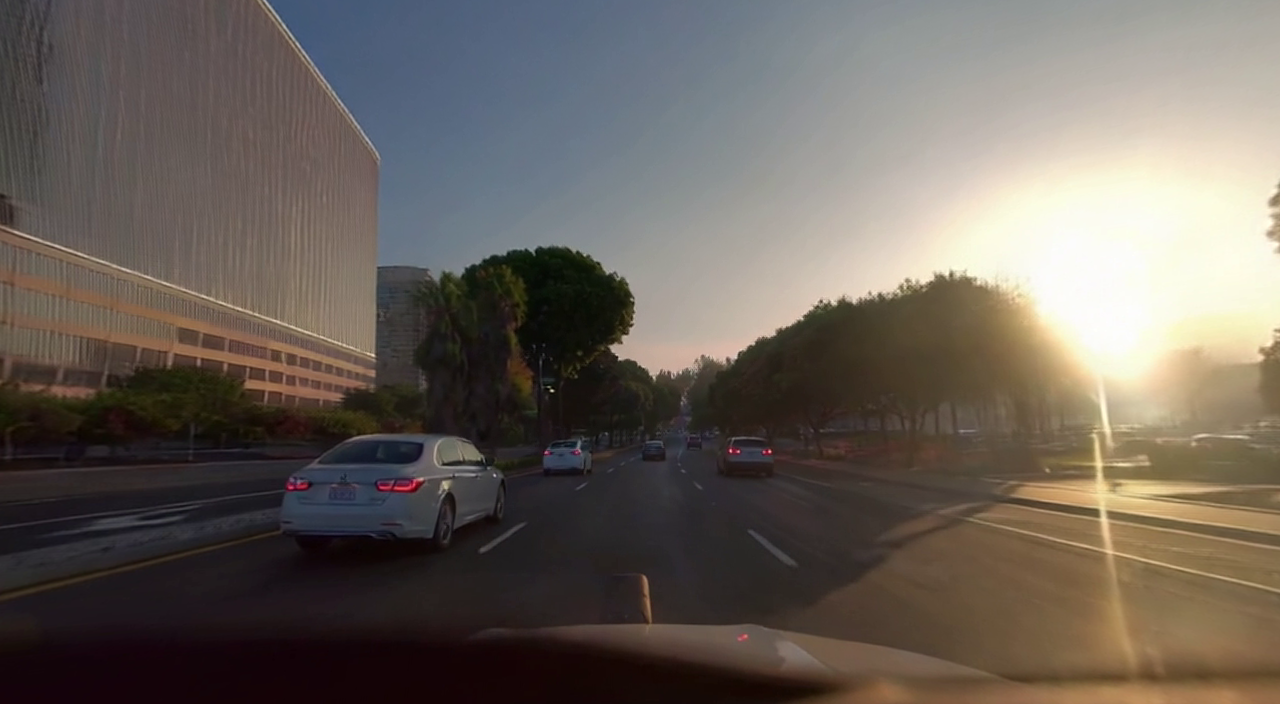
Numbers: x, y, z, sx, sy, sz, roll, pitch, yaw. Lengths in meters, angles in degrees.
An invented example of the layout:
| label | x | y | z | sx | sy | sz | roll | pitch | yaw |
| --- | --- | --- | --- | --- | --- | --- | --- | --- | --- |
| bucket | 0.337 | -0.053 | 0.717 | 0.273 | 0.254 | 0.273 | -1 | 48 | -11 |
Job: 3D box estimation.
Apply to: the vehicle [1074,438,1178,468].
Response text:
| label | x | y | z | sx | sy | sz | roll | pitch | yaw |
| --- | --- | --- | --- | --- | --- | --- | --- | --- | --- |
| vehicle | 29.729 | 6.194 | 38.680 | 4.667 | 1.674 | 1.767 | -1 | -9 | 11 |

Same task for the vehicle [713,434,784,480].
| label | x | y | z | sx | sy | sz | roll | pitch | yaw |
| --- | --- | --- | --- | --- | --- | --- | --- | --- | --- |
| vehicle | 4.330 | 4.261 | 25.840 | 2.103 | 1.699 | 4.171 | 0 | -8 | 0 |

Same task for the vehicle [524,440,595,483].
| label | x | y | z | sx | sy | sz | roll | pitch | yaw |
| --- | --- | --- | --- | --- | --- | --- | --- | --- | --- |
| vehicle | -2.922 | 4.084 | 23.888 | 1.980 | 1.454 | 4.226 | 0 | -8 | 2 |

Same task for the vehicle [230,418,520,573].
| label | x | y | z | sx | sy | sz | roll | pitch | yaw |
| --- | --- | --- | --- | --- | --- | --- | --- | --- | --- |
| vehicle | -3.143 | 1.794 | 8.748 | 2.118 | 1.568 | 4.436 | 0 | -8 | -1 |

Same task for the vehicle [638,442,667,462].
| label | x | y | z | sx | sy | sz | roll | pitch | yaw |
| --- | --- | --- | --- | --- | --- | --- | --- | --- | --- |
| vehicle | 1.009 | 7.835 | 49.677 | 2.164 | 1.477 | 3.988 | 0 | -8 | 2 |
